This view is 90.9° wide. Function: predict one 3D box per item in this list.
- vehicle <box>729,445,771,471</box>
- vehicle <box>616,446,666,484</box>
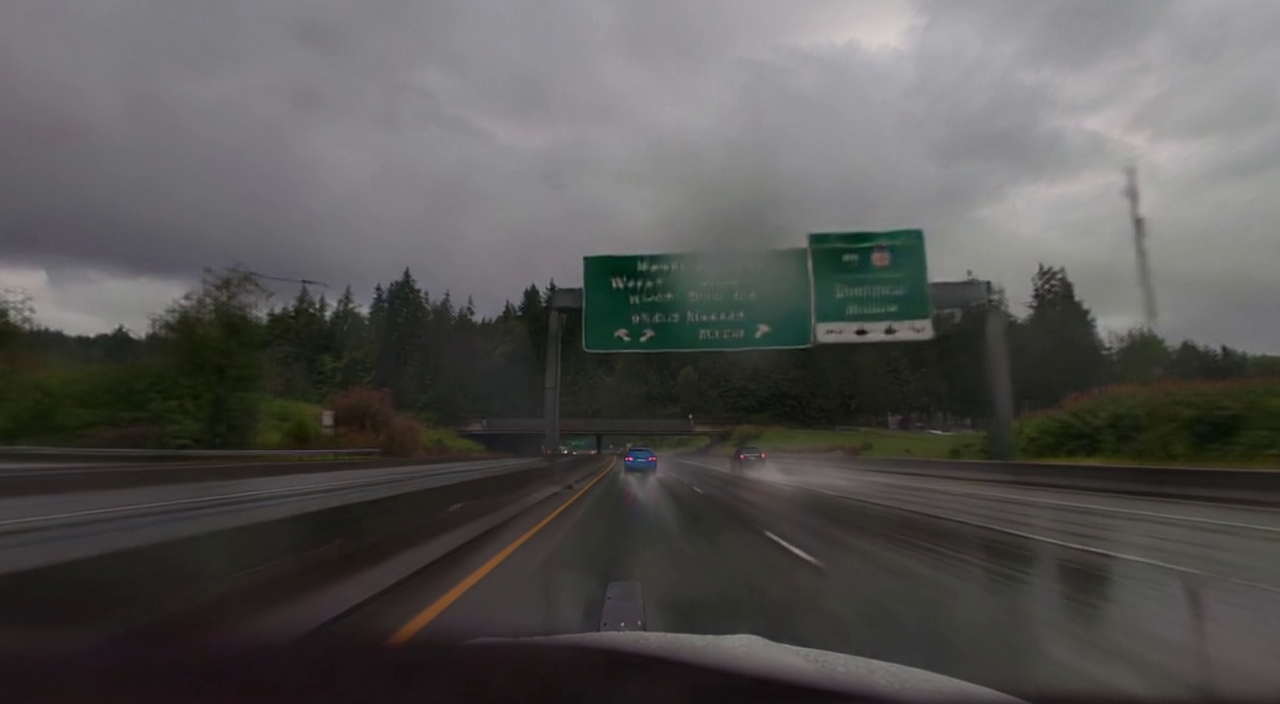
[{"bbox_3d":[7.437,7.190,42.955,2.006,1.639,4.087,0,-9,-1],"label":"vehicle"},{"bbox_3d":[0.008,4.892,27.668,2.069,1.523,4.012,0,-9,-1],"label":"vehicle"}]
